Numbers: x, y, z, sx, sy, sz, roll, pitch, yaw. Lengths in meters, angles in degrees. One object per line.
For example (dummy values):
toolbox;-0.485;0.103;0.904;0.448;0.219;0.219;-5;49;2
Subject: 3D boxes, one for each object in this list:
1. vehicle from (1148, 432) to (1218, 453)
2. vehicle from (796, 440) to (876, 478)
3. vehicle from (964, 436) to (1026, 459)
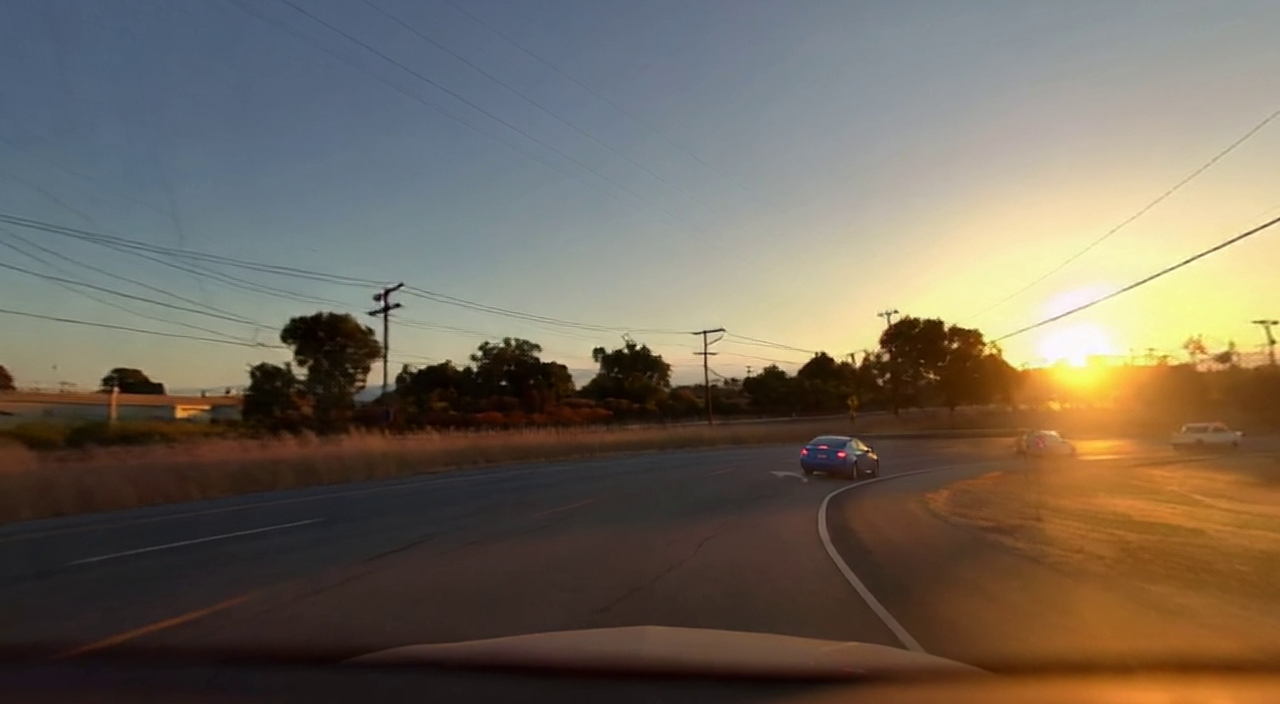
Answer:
vehicle;42.412;7.062;49.273;4.102;1.552;1.931;2;-8;-12
vehicle;8.240;4.392;26.227;2.026;1.407;4.374;-5;-10;32
vehicle;24.048;6.450;42.653;4.307;1.465;1.836;6;-10;-35
